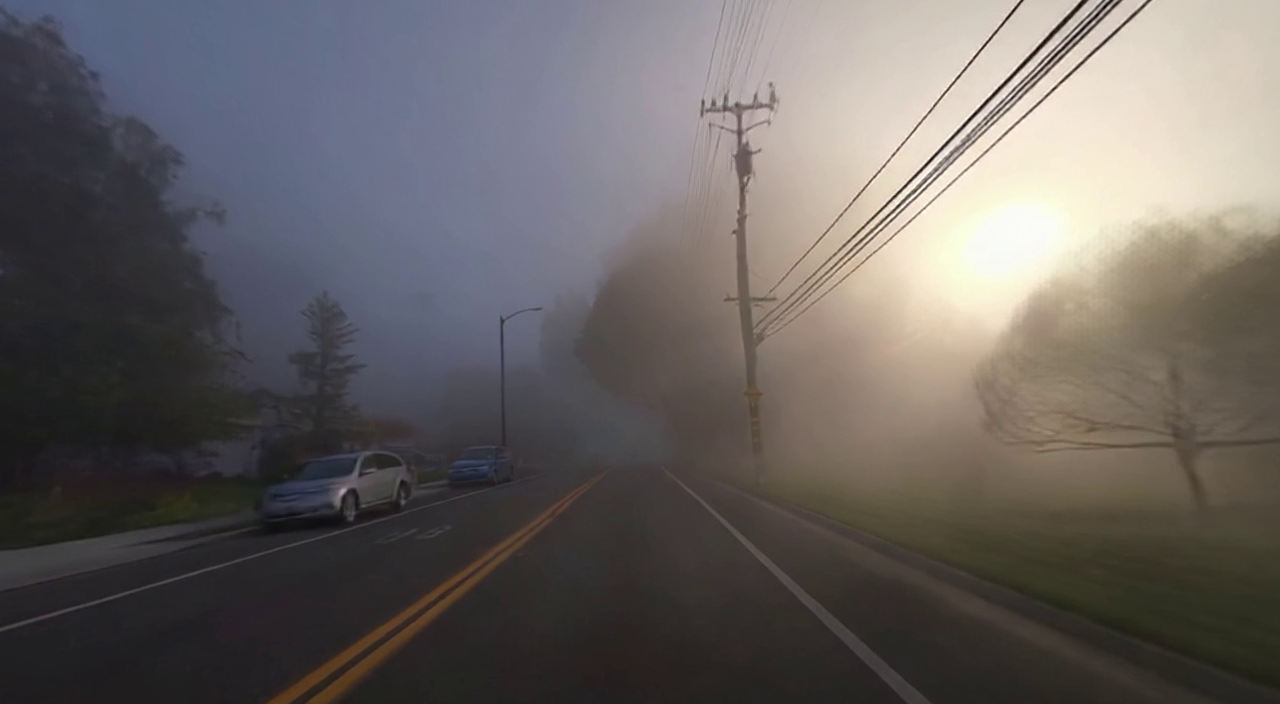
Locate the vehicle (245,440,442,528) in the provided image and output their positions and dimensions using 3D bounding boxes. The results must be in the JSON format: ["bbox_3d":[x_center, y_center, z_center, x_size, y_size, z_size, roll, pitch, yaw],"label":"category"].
[{"bbox_3d":[-6.469,2.923,14.562,2.129,1.556,4.778,-4,-9,2],"label":"vehicle"}]

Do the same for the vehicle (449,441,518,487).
[{"bbox_3d":[-6.711,4.831,27.557,1.923,1.687,4.511,-4,-9,-1],"label":"vehicle"}]
